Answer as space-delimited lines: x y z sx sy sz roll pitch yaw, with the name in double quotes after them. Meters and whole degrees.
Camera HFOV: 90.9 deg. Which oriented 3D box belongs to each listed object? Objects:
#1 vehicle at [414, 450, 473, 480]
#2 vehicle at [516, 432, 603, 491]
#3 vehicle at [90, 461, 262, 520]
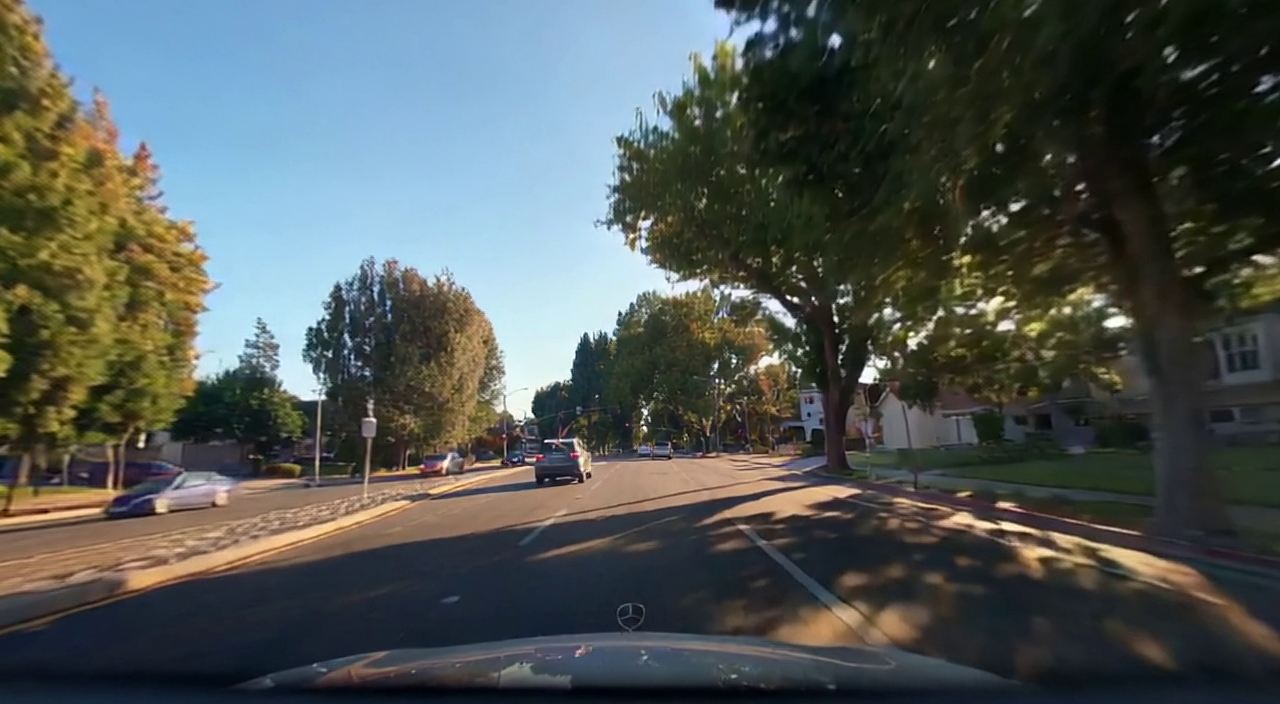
-11.633 6.694 37.673 2.061 1.631 4.502 -1 -8 0 "vehicle"
-2.720 3.880 22.792 2.459 1.825 5.380 0 -8 0 "vehicle"
-14.757 4.404 20.509 1.981 1.503 4.796 -1 -8 0 "vehicle"
